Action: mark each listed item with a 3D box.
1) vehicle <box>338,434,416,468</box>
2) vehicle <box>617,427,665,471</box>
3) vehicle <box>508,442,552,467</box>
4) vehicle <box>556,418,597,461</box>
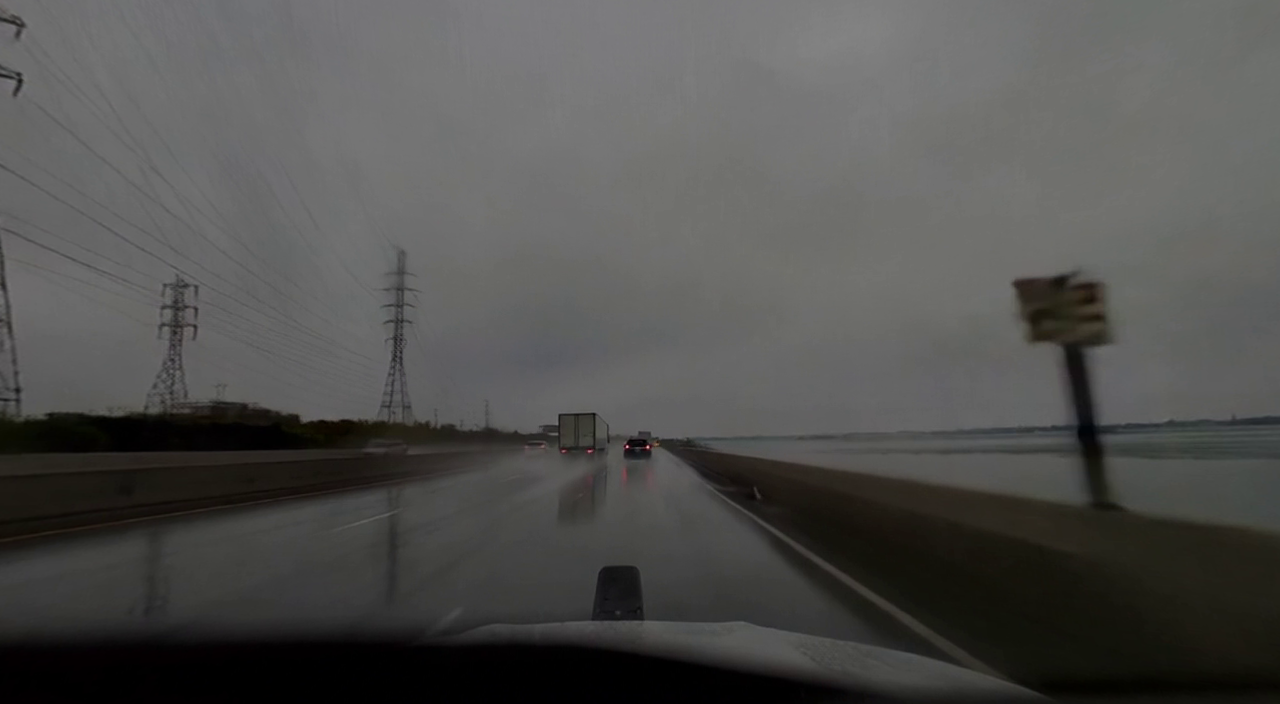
[{"bbox_3d":[-16.338,6.192,39.628,2.457,1.972,5.755,0,-8,0],"label":"vehicle"},{"bbox_3d":[0.083,5.145,33.514,2.358,2.144,4.713,0,-8,0],"label":"vehicle"},{"bbox_3d":[-7.119,6.687,41.305,2.004,1.545,4.513,0,-8,1],"label":"vehicle"},{"bbox_3d":[-3.795,5.265,38.007,2.178,2.522,2.054,0,-8,1],"label":"vehicle"}]
